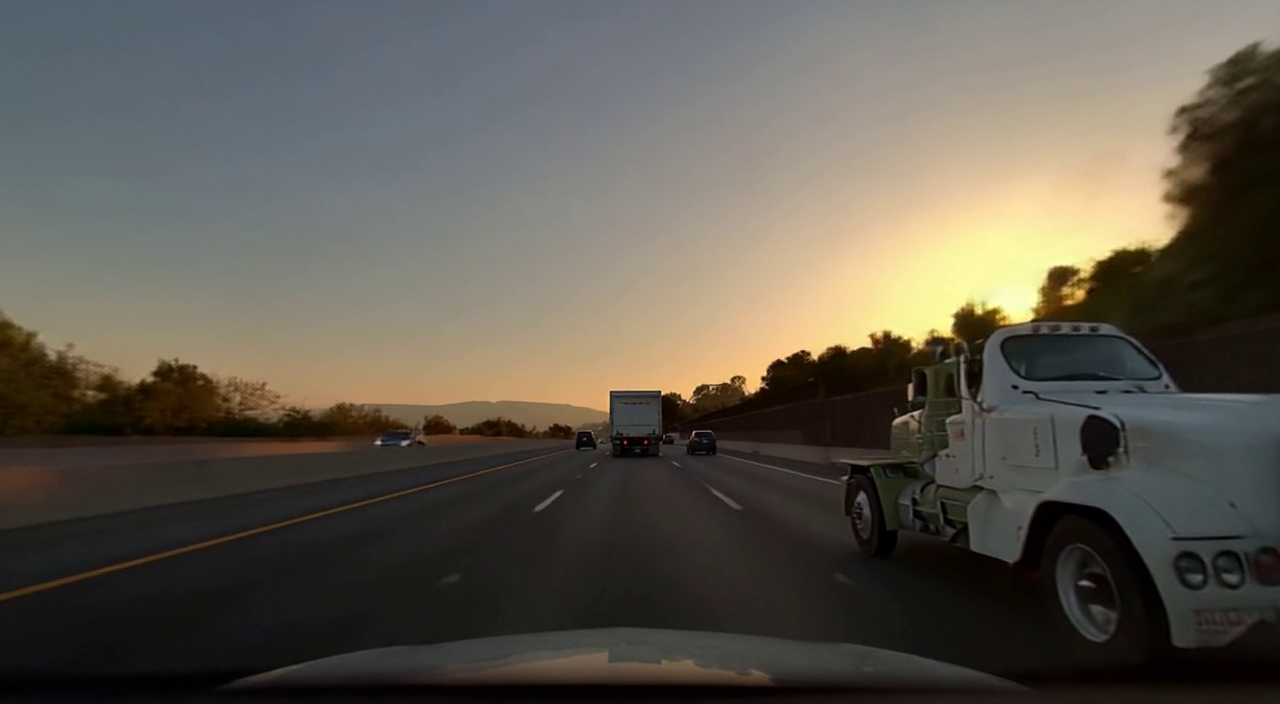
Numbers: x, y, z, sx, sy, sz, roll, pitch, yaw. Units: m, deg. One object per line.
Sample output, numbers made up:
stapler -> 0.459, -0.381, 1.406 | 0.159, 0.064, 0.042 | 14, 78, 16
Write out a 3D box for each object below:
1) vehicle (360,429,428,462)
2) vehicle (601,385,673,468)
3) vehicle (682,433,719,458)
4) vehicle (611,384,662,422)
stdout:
vehicle -> -14.645, 5.578, 37.751 | 2.096, 1.872, 5.011 | 0, -8, -1
vehicle -> -0.296, 3.944, 32.644 | 2.953, 3.406, 13.372 | 0, -7, -2
vehicle -> 3.821, 5.934, 40.252 | 1.910, 1.492, 4.324 | 0, -8, -1
vehicle -> -0.184, 2.343, 28.039 | 2.112, 1.472, 4.240 | 0, -8, -1
